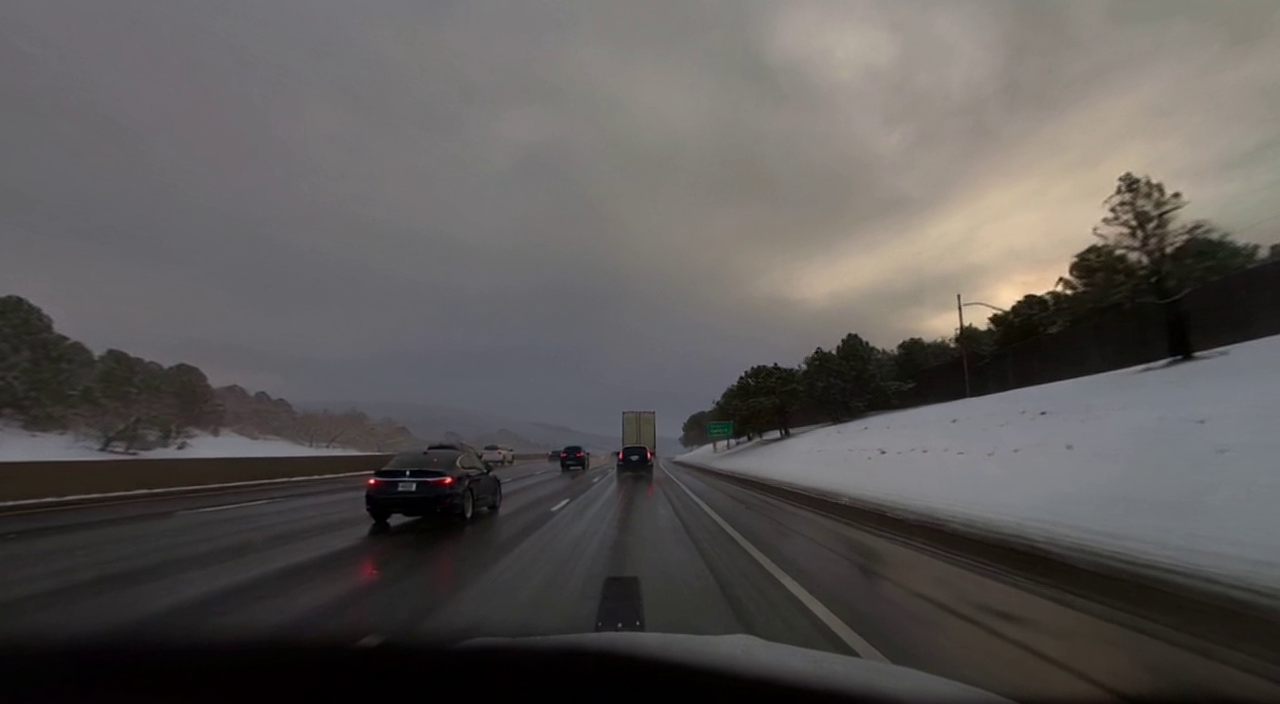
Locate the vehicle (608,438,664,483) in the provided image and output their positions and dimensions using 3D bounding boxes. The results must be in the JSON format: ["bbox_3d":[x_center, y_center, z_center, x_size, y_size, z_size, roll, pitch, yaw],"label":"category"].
[{"bbox_3d":[-0.166,4.790,28.001,2.281,1.795,4.297,1,-9,0],"label":"vehicle"}]

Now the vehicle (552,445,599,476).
[{"bbox_3d":[-3.650,6.254,36.636,2.155,1.661,4.477,0,-9,1],"label":"vehicle"}]

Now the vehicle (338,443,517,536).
[{"bbox_3d":[-3.931,2.598,12.609,1.943,1.468,4.547,0,-9,1],"label":"vehicle"}]

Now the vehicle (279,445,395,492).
[{"bbox_3d":[-10.931,4.207,23.155,1.950,1.507,4.527,0,-9,1],"label":"vehicle"}]
